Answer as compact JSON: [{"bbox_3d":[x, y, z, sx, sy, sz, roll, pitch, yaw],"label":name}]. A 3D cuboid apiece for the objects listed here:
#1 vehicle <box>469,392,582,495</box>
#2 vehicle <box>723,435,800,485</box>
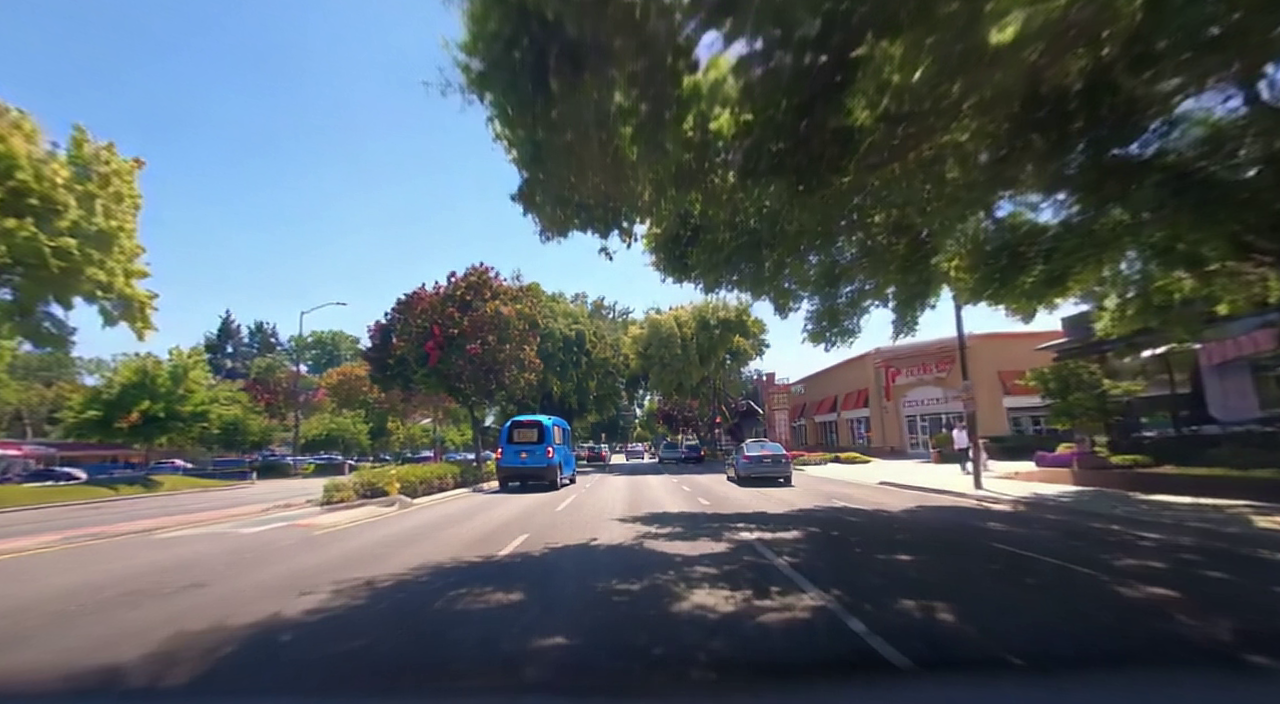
[{"bbox_3d":[-3.403,2.946,20.227,2.443,2.784,5.862,0,-9,1],"label":"vehicle"},{"bbox_3d":[4.307,3.886,23.027,1.869,1.646,4.166,0,-9,-2],"label":"vehicle"}]
